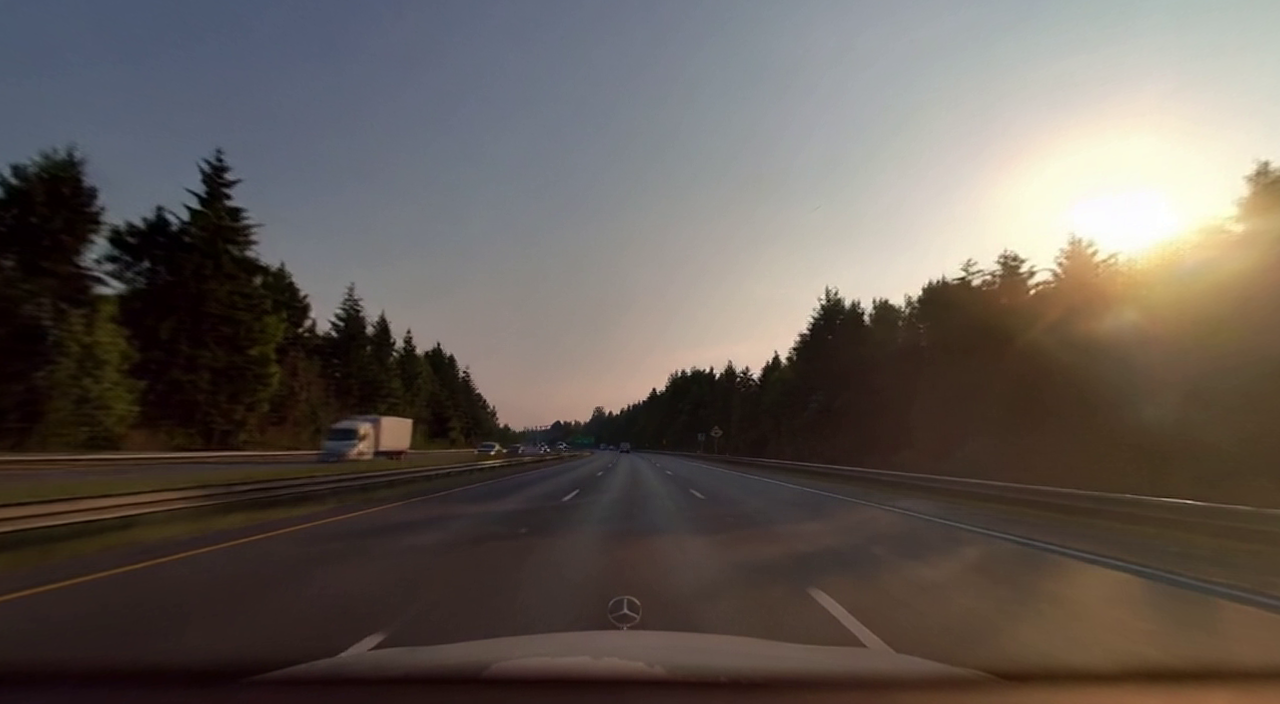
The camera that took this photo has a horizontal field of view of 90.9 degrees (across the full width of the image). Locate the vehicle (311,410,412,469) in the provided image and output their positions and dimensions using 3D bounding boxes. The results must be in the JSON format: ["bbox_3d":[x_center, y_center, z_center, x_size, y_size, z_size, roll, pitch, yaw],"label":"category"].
[{"bbox_3d":[-16.547,5.361,38.099,2.773,3.188,7.170,0,-9,0],"label":"vehicle"}]

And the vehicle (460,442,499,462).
[{"bbox_3d":[-12.527,7.834,49.419,2.041,1.513,4.136,0,-9,-1],"label":"vehicle"}]
